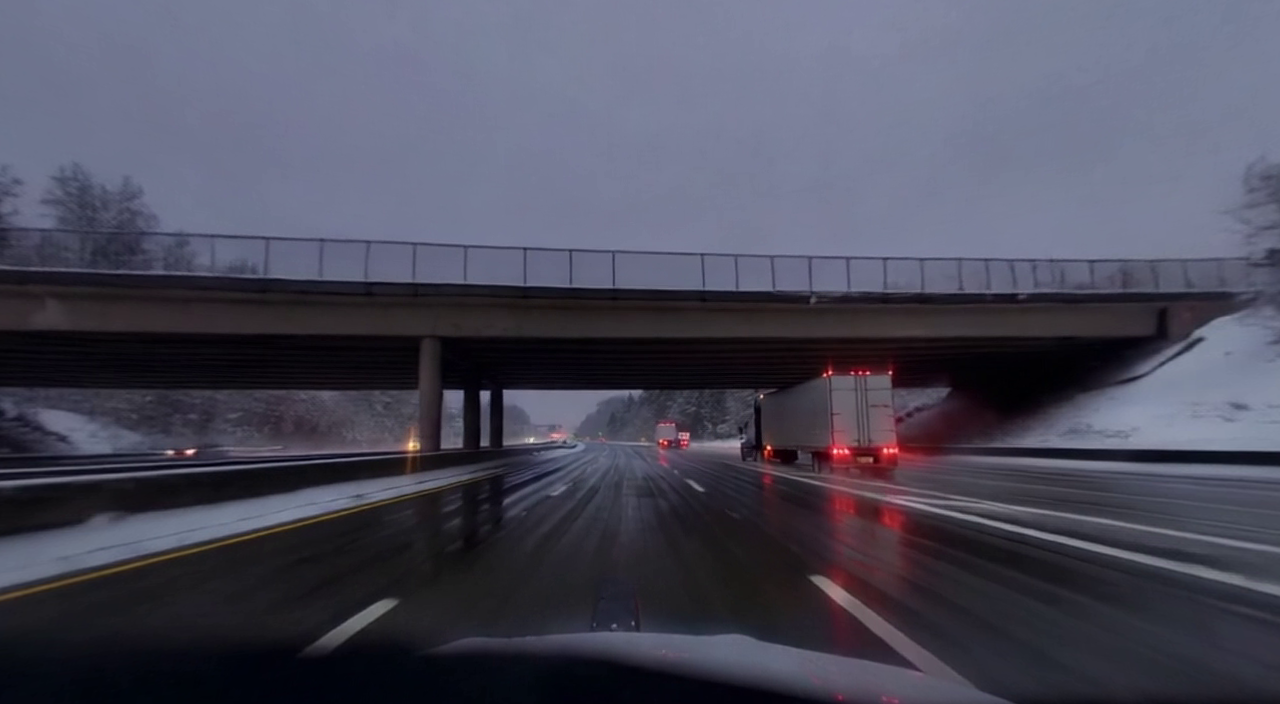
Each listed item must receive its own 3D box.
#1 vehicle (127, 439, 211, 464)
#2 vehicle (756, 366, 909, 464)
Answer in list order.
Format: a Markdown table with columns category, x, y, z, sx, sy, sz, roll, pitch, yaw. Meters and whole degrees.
| category | x | y | z | sx | sy | sz | roll | pitch | yaw |
| --- | --- | --- | --- | --- | --- | --- | --- | --- | --- |
| vehicle | -31.070 | 6.561 | 41.694 | 1.914 | 1.478 | 4.481 | -1 | -8 | 2 |
| vehicle | 9.200 | 3.536 | 32.808 | 2.855 | 4.053 | 13.328 | 0 | -8 | -4 |
